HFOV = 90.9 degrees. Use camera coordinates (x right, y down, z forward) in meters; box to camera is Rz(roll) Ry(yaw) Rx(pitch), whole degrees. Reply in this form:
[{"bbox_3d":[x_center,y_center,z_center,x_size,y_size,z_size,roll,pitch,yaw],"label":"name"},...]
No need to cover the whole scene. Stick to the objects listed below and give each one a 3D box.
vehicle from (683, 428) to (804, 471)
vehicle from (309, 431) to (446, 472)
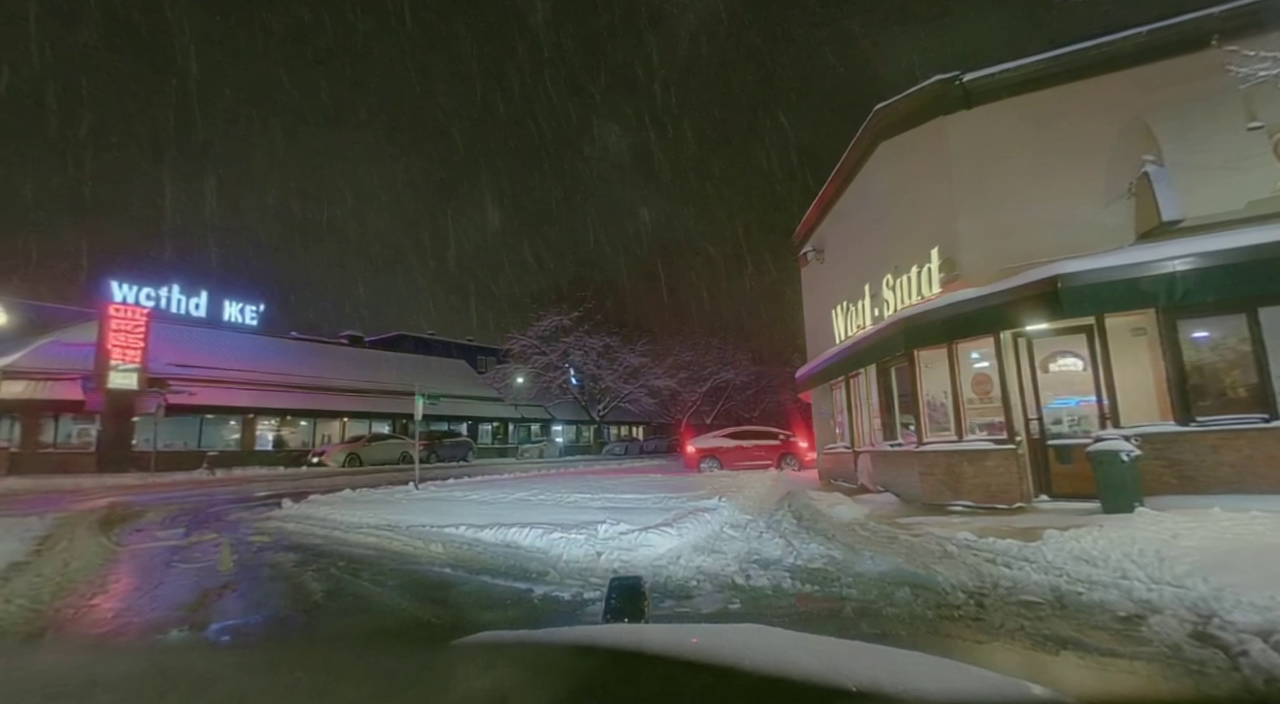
[{"bbox_3d":[4.338,4.077,26.469,4.706,1.663,1.993,-3,-9,20],"label":"vehicle"},{"bbox_3d":[-10.707,4.074,25.895,4.814,1.618,1.869,-1,-9,5],"label":"vehicle"}]
